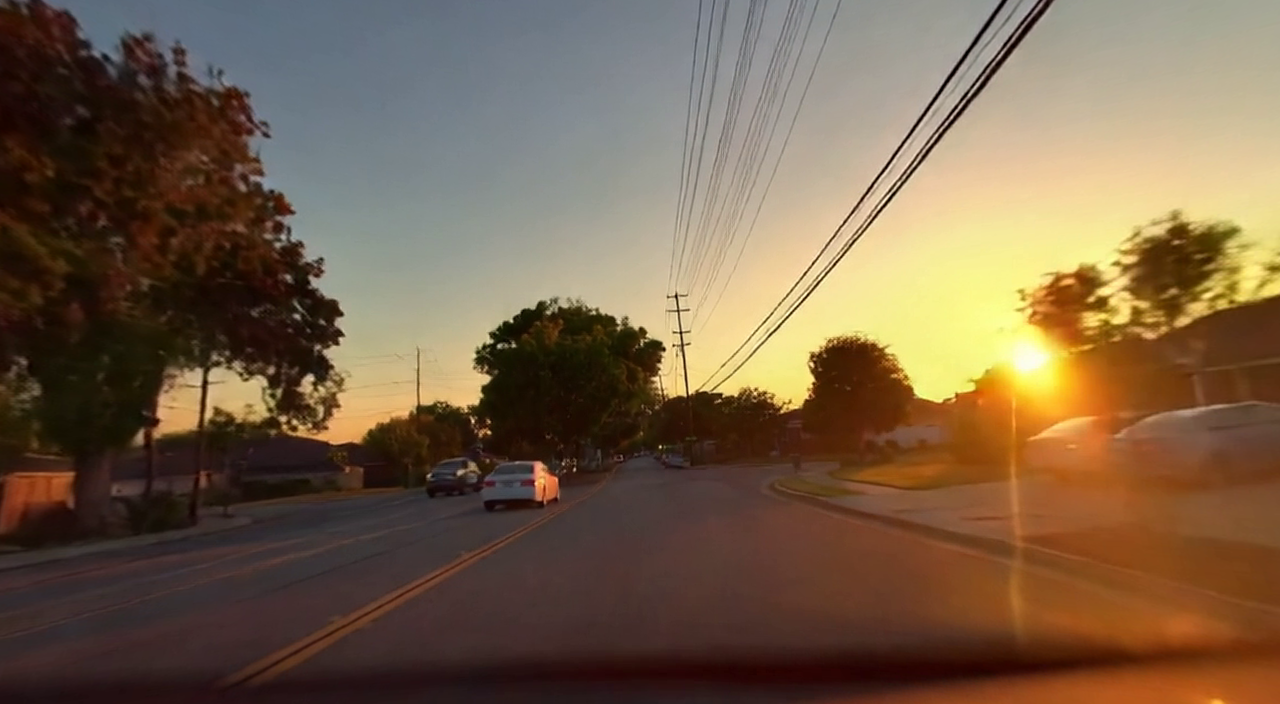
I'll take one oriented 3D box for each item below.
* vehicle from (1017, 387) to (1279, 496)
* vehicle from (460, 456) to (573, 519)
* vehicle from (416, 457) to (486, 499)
[{"bbox_3d":[10.452,1.945,13.164,2.121,1.799,5.124,0,-10,2],"label":"vehicle"},{"bbox_3d":[-3.213,3.658,17.513,2.041,1.471,4.602,0,-10,2],"label":"vehicle"},{"bbox_3d":[-9.834,6.602,33.436,2.115,1.978,5.647,1,-10,-2],"label":"vehicle"}]
